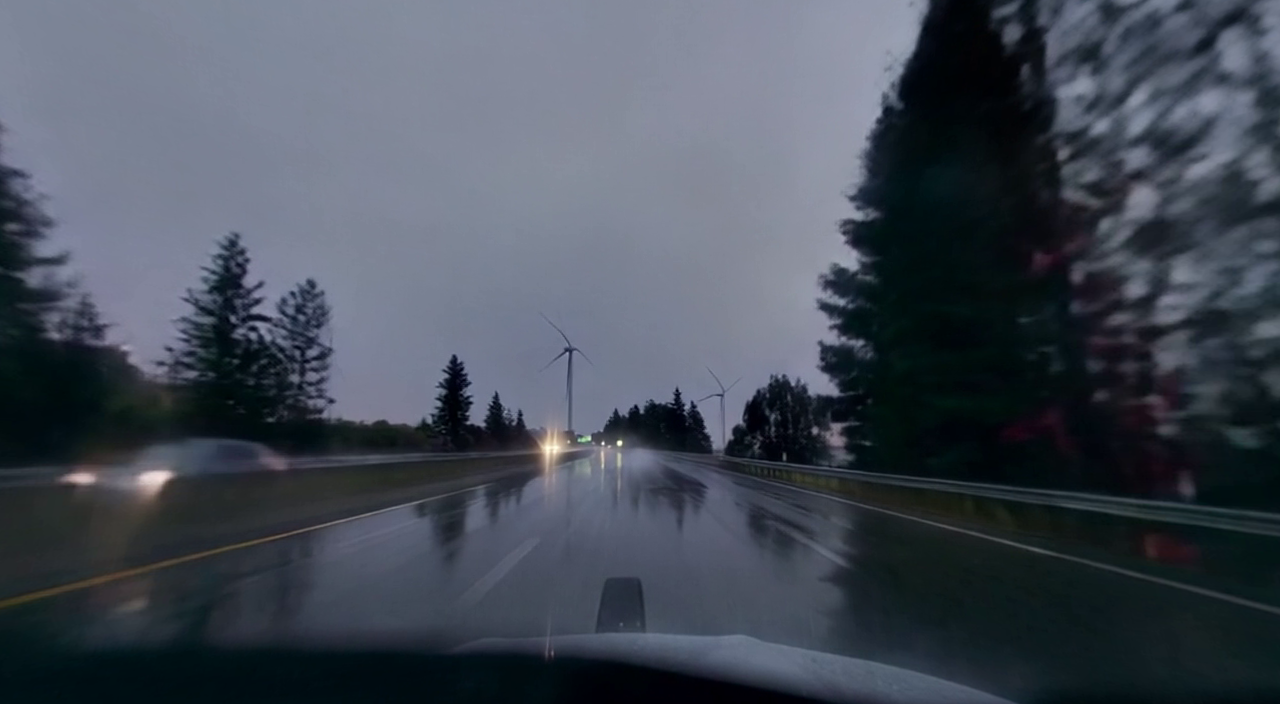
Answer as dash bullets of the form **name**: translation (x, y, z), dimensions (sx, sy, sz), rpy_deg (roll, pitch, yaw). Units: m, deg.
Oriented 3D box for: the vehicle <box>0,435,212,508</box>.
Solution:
- **vehicle**: translation (-12.883, 2.793, 15.174), dimensions (1.942, 1.473, 4.687), rpy_deg (0, -9, -1)
